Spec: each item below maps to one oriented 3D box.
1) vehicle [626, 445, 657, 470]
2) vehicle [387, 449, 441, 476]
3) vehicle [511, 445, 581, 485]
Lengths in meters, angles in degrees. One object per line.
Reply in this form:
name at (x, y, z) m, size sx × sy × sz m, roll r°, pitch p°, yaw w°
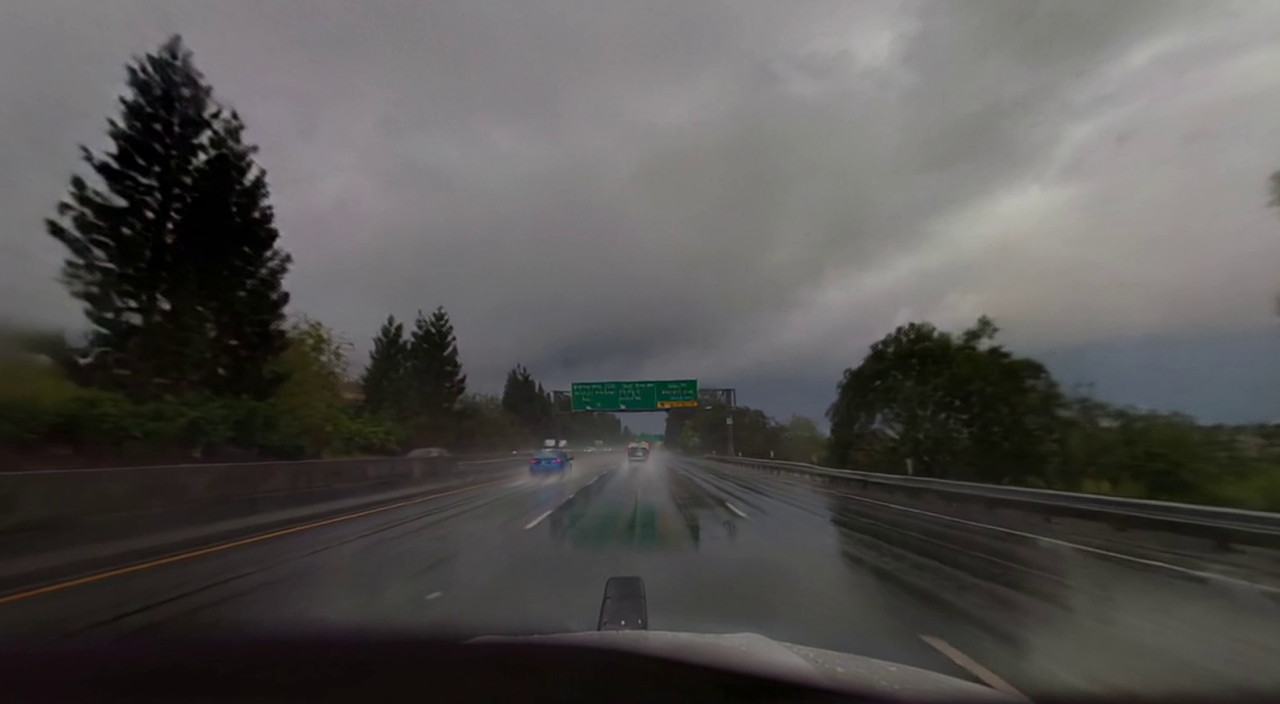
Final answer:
vehicle at (0.090, 7.006, 42.047) m, size 2.011 × 1.590 × 3.607 m, roll 0°, pitch -9°, yaw 0°
vehicle at (-13.486, 6.596, 37.794) m, size 1.765 × 1.493 × 4.007 m, roll 0°, pitch -9°, yaw -1°
vehicle at (-3.738, 4.602, 25.942) m, size 2.157 × 1.483 × 4.601 m, roll 0°, pitch -9°, yaw 1°
